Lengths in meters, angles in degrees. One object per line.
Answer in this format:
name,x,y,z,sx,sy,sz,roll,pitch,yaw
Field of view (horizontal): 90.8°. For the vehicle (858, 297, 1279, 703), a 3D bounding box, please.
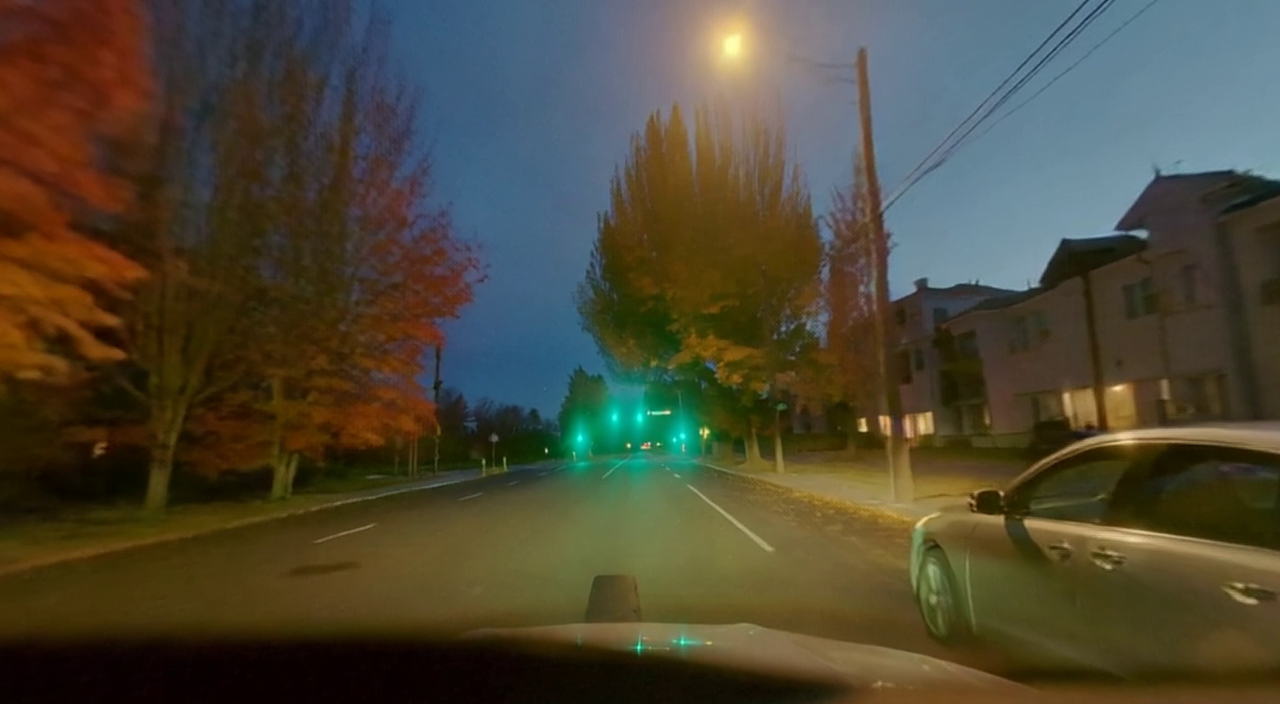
vehicle,2.952,0.877,2.719,2.224,1.791,4.834,0,-9,-1
